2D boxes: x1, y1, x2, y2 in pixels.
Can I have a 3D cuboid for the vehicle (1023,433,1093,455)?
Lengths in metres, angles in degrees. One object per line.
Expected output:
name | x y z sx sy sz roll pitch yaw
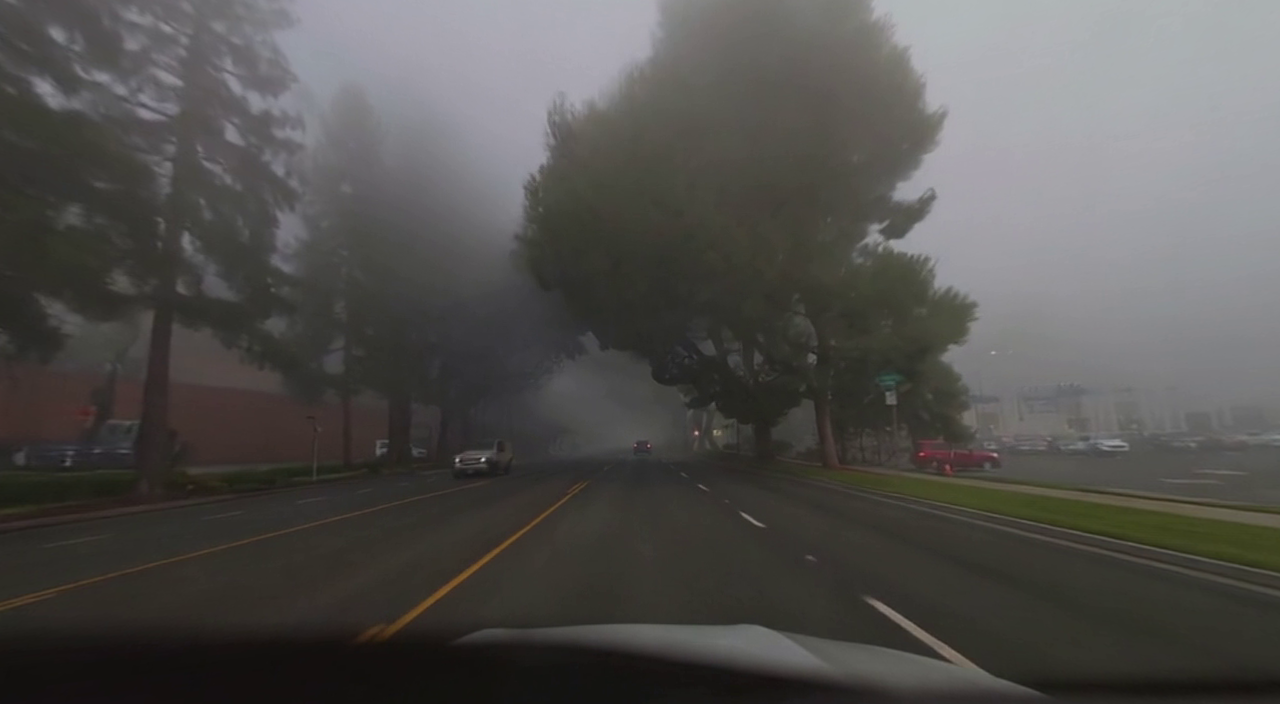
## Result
vehicle | 28.892 6.391 43.882 1.820 1.463 4.371 0 -8 -1

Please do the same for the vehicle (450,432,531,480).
vehicle | -6.689 4.718 28.973 2.437 1.986 5.135 0 -8 0

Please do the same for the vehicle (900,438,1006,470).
vehicle | 16.187 5.288 32.869 4.421 1.412 1.949 -2 -8 -1
